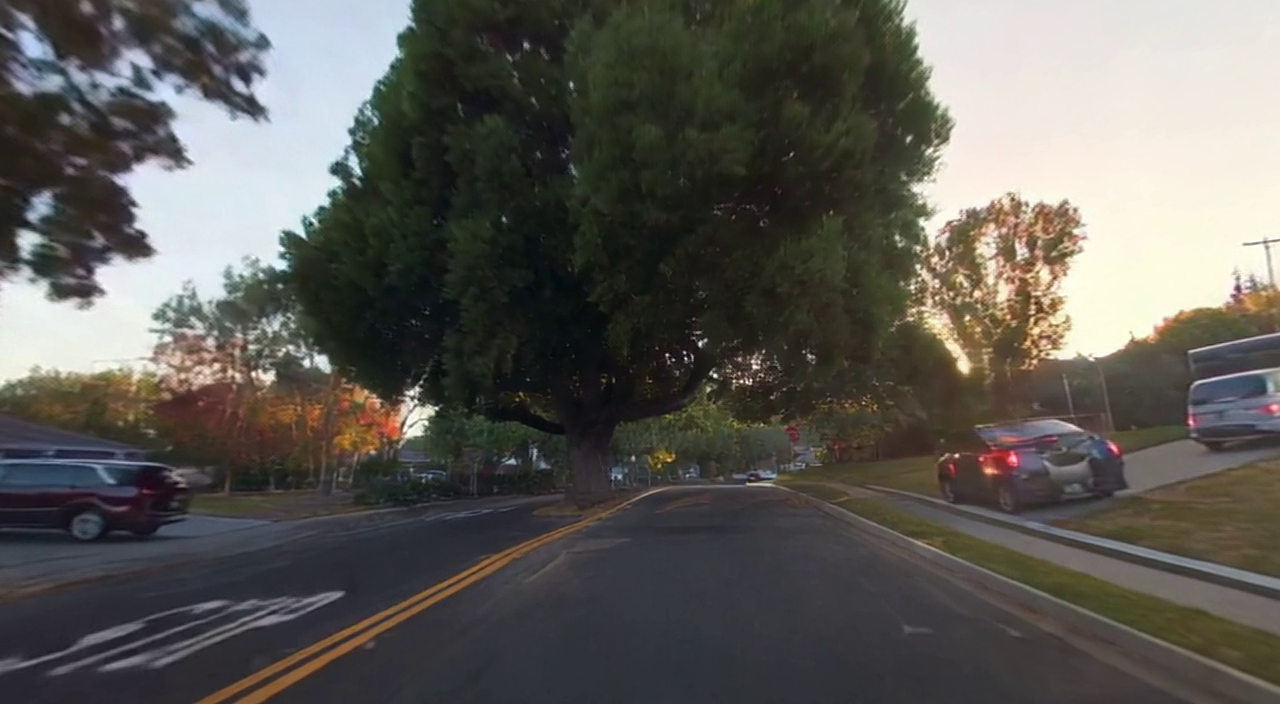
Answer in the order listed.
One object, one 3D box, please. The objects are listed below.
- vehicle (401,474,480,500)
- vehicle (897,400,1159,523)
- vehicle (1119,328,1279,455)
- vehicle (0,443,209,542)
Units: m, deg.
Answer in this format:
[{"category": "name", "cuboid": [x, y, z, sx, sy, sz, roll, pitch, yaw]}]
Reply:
[{"category": "vehicle", "cuboid": [-12.393, 8.419, 39.407, 4.320, 1.443, 1.867, -1, -8, 1]}, {"category": "vehicle", "cuboid": [7.014, 2.061, 12.274, 2.163, 1.885, 4.804, -1, -8, 3]}, {"category": "vehicle", "cuboid": [11.802, 0.605, 11.422, 4.539, 2.010, 2.163, -3, -3, -3]}, {"category": "vehicle", "cuboid": [-12.665, 2.946, 13.046, 5.643, 1.759, 2.110, 1, -19, -6]}]
